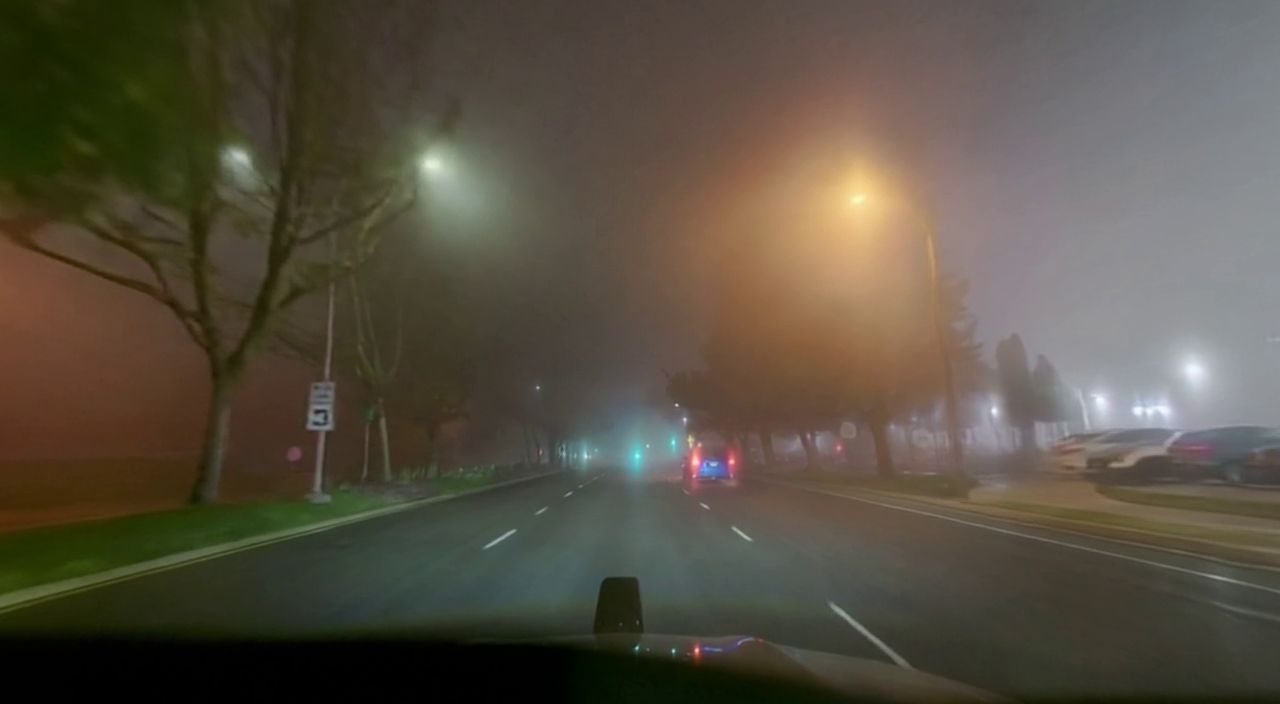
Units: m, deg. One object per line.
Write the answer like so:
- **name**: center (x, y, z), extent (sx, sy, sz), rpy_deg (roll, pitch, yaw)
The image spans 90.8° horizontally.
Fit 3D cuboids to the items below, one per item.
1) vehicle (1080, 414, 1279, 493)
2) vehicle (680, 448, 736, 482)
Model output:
- **vehicle**: center (14.924, 2.758, 17.359), extent (4.072, 1.768, 1.923), rpy_deg (-4, -8, 0)
- **vehicle**: center (3.202, 5.446, 30.798), extent (2.033, 1.482, 4.571), rpy_deg (0, -9, -2)
